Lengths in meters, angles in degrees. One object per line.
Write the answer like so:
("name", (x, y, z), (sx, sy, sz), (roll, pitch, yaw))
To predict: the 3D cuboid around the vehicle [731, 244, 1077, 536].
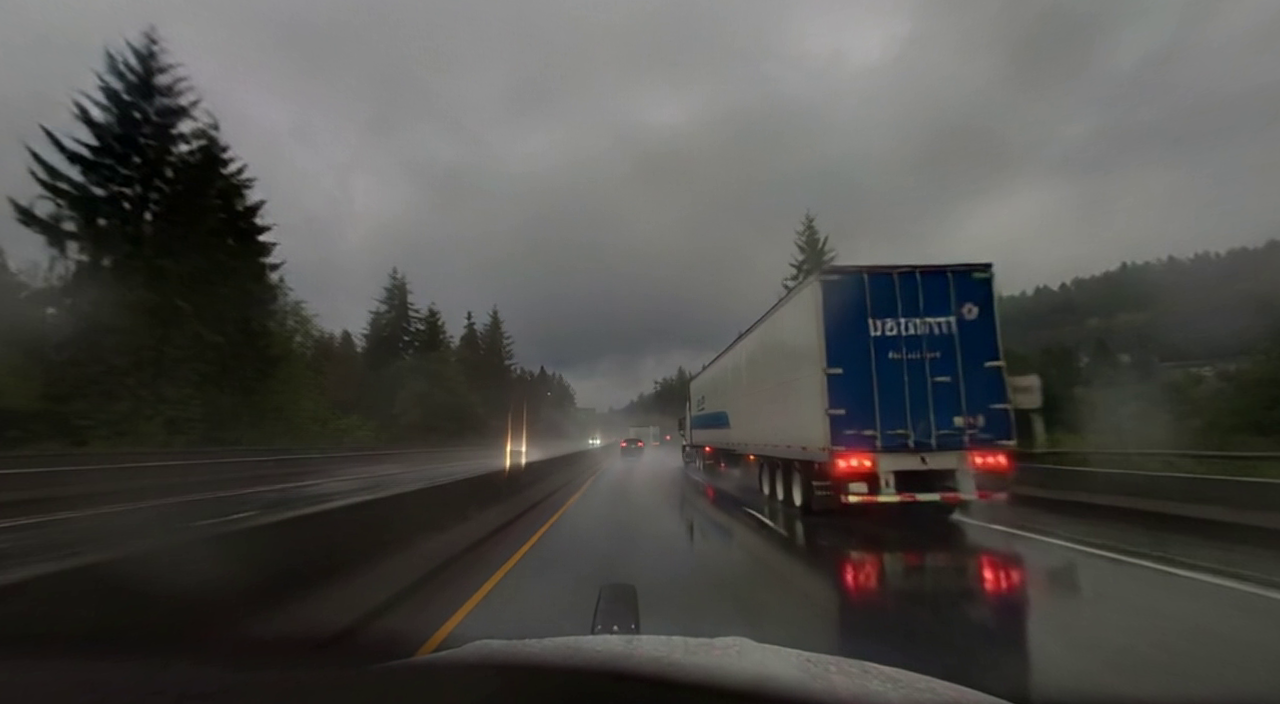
("vehicle", (4.021, 1.017, 12.441), (3.006, 3.850, 8.310), (0, -8, -1))
